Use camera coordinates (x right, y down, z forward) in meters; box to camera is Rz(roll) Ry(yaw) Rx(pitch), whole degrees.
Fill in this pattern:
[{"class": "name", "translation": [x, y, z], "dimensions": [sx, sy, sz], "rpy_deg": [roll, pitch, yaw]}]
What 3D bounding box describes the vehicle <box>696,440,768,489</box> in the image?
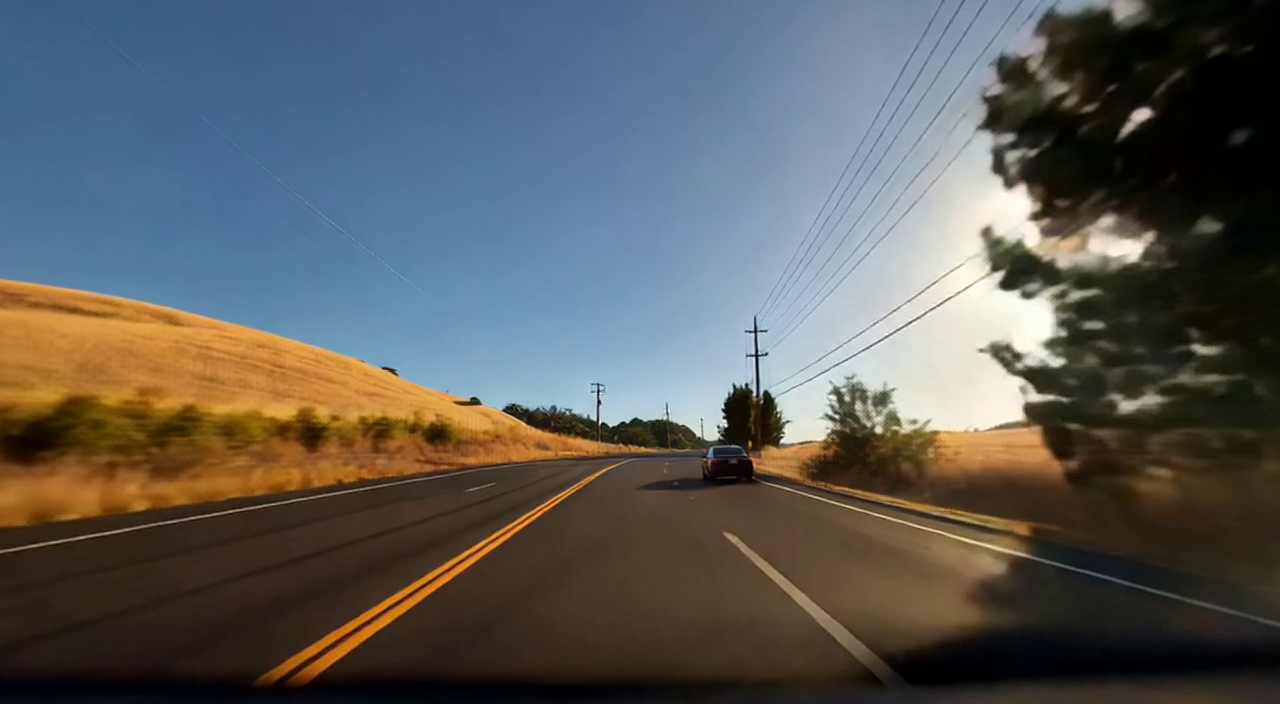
[{"class": "vehicle", "translation": [3.436, 4.303, 24.446], "dimensions": [2.135, 1.692, 4.185], "rpy_deg": [0, -9, 0]}]
